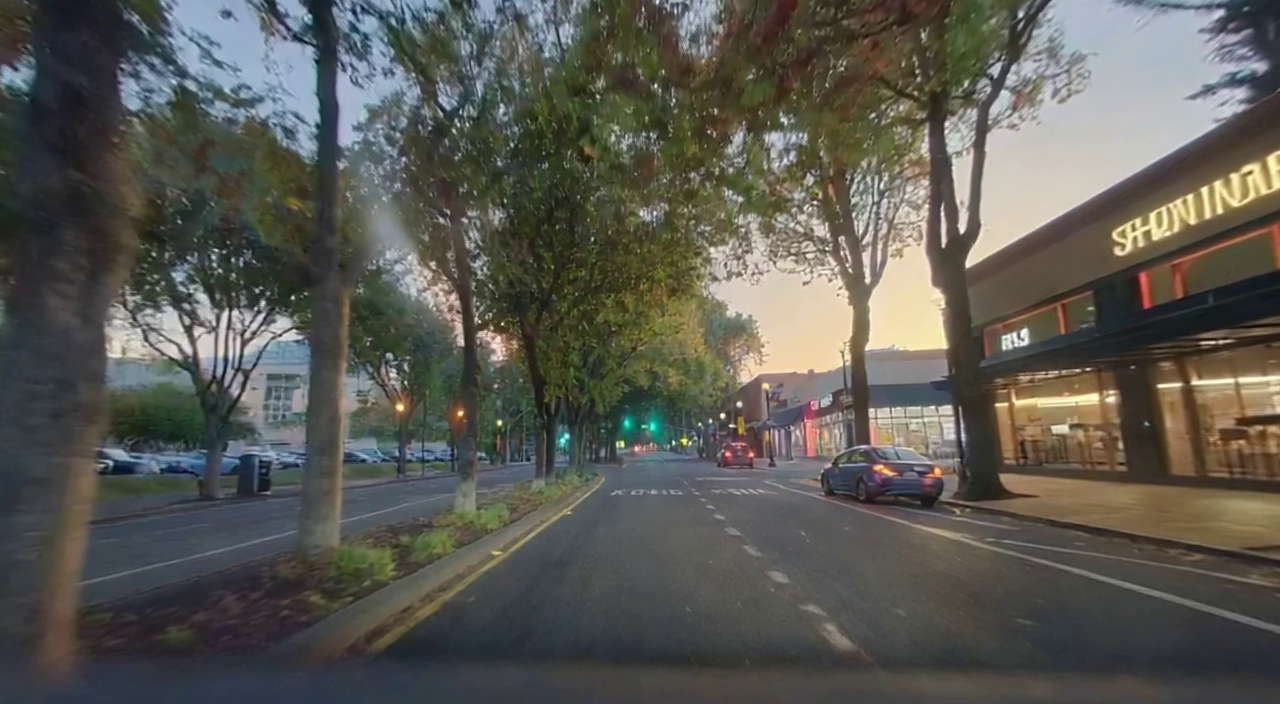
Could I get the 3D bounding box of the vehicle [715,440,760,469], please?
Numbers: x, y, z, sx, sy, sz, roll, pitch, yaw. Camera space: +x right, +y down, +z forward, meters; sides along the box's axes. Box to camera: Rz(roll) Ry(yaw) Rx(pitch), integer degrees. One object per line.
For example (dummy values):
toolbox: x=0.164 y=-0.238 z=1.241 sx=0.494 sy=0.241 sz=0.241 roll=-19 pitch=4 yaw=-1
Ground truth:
vehicle: x=6.761 y=7.166 z=44.193 sx=2.112 sy=1.894 sz=4.910 roll=0 pitch=-8 yaw=-3

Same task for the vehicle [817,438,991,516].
vehicle: x=5.994 y=2.882 z=15.141 sx=2.088 sy=1.543 sz=4.964 roll=0 pitch=-8 yaw=1
